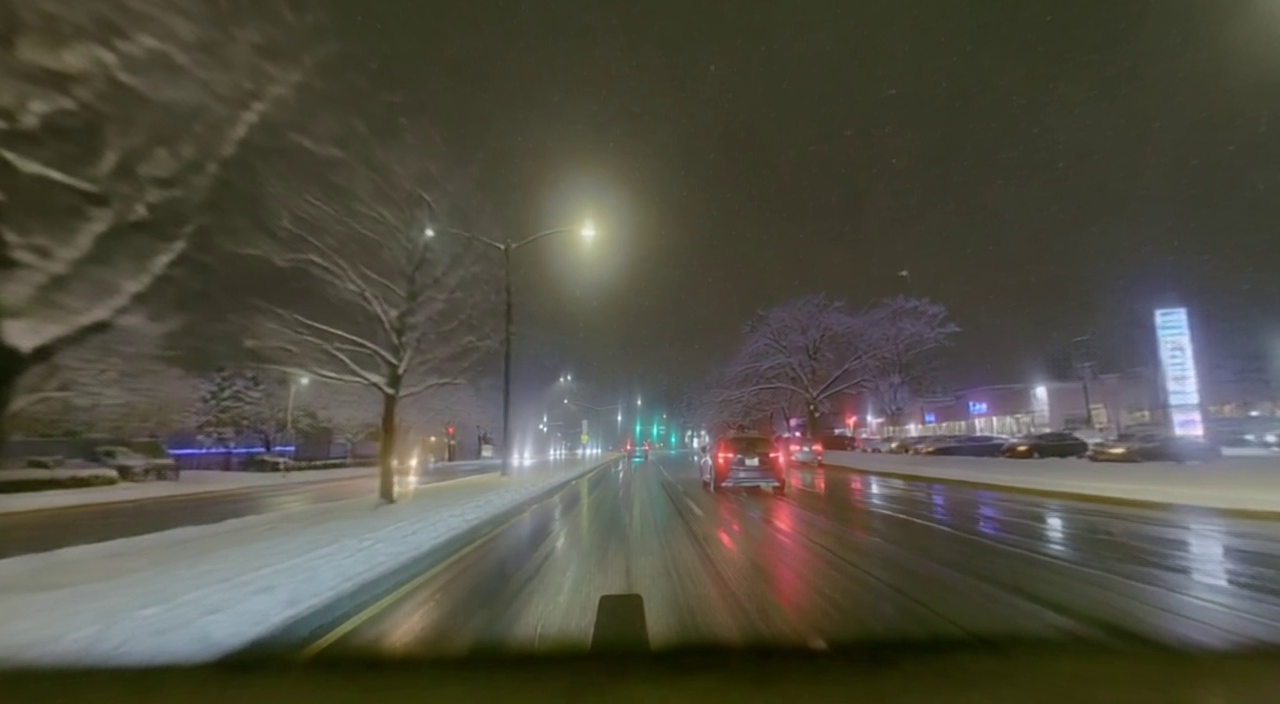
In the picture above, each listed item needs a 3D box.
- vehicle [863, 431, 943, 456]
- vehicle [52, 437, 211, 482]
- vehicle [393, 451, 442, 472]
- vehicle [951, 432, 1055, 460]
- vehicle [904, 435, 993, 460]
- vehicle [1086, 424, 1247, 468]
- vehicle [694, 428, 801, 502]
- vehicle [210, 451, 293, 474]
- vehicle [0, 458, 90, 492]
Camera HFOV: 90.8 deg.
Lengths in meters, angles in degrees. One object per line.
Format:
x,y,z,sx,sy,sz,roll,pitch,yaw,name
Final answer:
19.602,6.834,47.263,4.975,1.786,2.223,-1,-9,3,vehicle
-30.474,6.430,38.102,6.938,2.556,2.792,0,-9,-3,vehicle
-16.505,8.147,47.122,1.955,1.428,4.606,0,-9,0,vehicle
19.858,5.161,34.708,4.518,1.501,1.902,0,-8,0,vehicle
19.075,5.938,39.200,4.418,1.461,2.002,0,-9,-3,vehicle
19.793,3.562,23.917,4.227,1.567,2.034,0,-9,1,vehicle
2.648,2.920,16.657,1.963,1.677,4.229,0,-9,-1,vehicle
-29.877,8.499,48.718,4.941,1.444,2.122,-2,-9,-3,vehicle
-29.040,5.756,29.683,4.583,1.531,1.845,0,-9,0,vehicle
